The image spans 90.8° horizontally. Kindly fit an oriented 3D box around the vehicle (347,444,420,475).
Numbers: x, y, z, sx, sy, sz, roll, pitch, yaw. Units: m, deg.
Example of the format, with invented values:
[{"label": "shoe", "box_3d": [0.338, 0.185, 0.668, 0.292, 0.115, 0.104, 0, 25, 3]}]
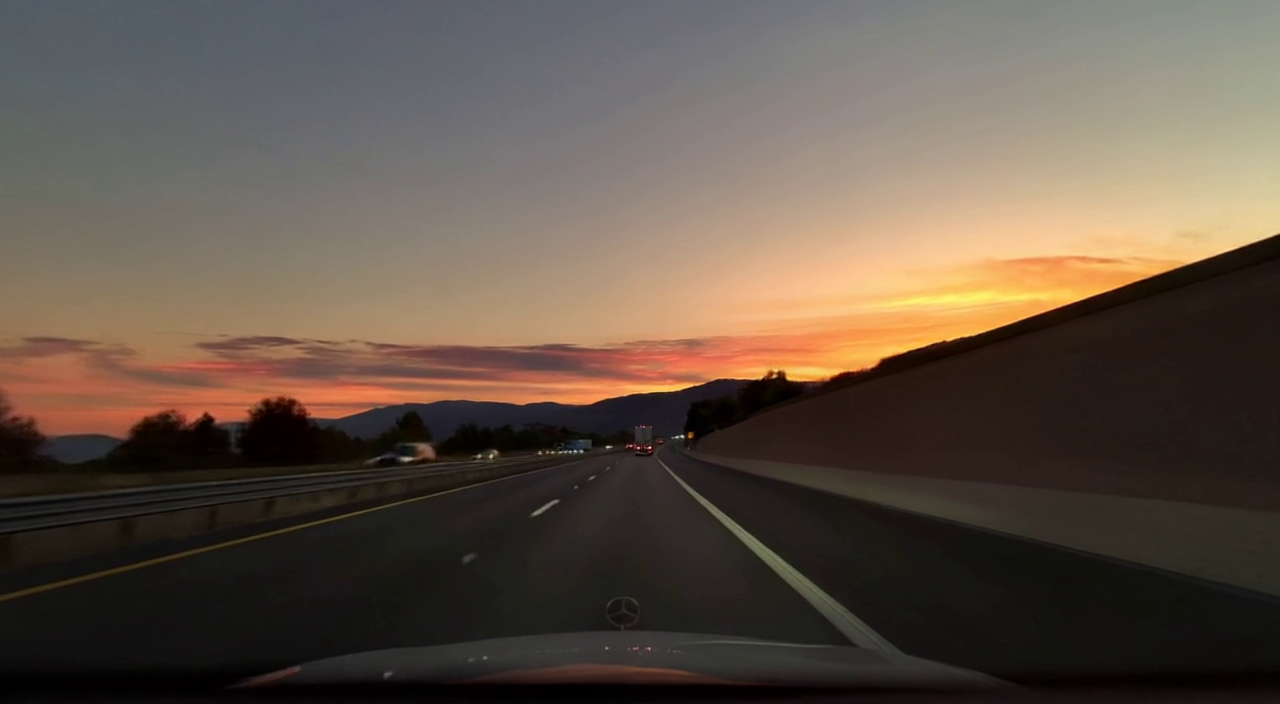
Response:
[{"label": "vehicle", "box_3d": [-13.357, 5.631, 33.172, 2.009, 1.484, 4.768, 0, -9, -3]}]
